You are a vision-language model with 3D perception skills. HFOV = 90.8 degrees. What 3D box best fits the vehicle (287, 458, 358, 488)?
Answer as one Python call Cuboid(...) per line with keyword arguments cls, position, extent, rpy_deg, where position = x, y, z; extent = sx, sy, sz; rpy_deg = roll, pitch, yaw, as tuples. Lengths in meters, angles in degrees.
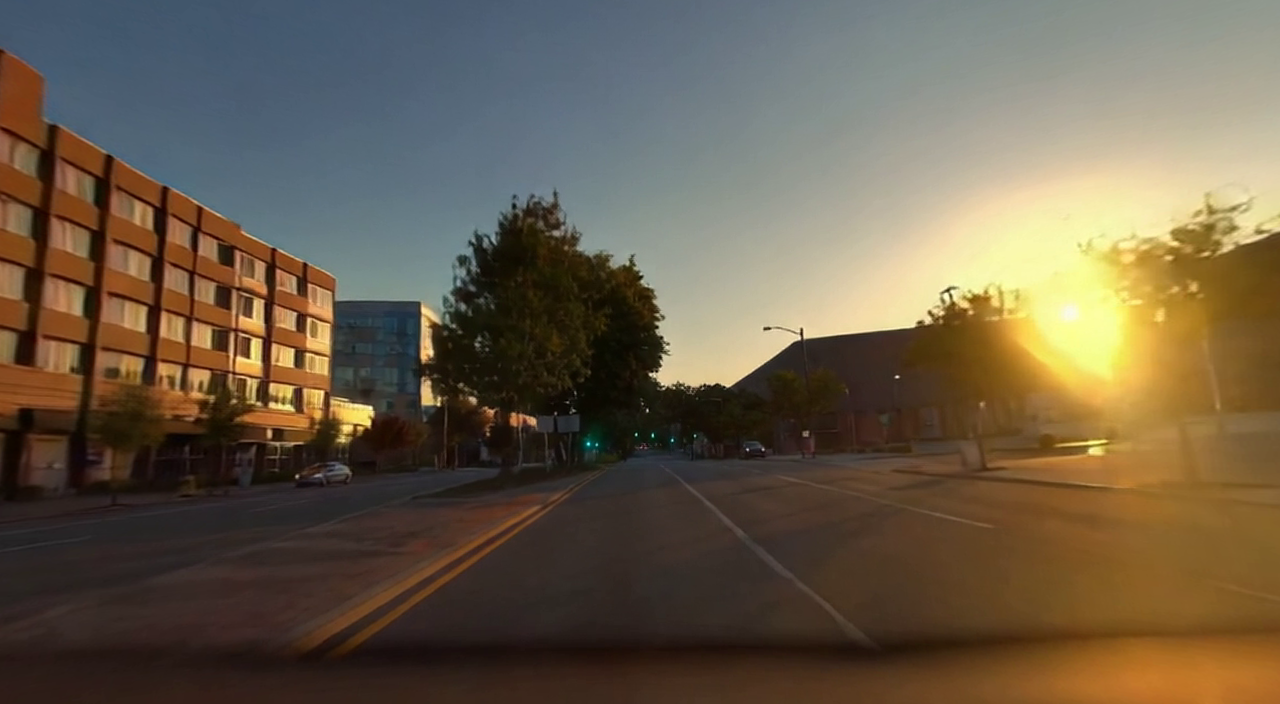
Cuboid(cls="vehicle", position=(-19.211, 7.354, 38.436), extent=(2.010, 1.504, 4.820), rpy_deg=(-5, -10, -2))
